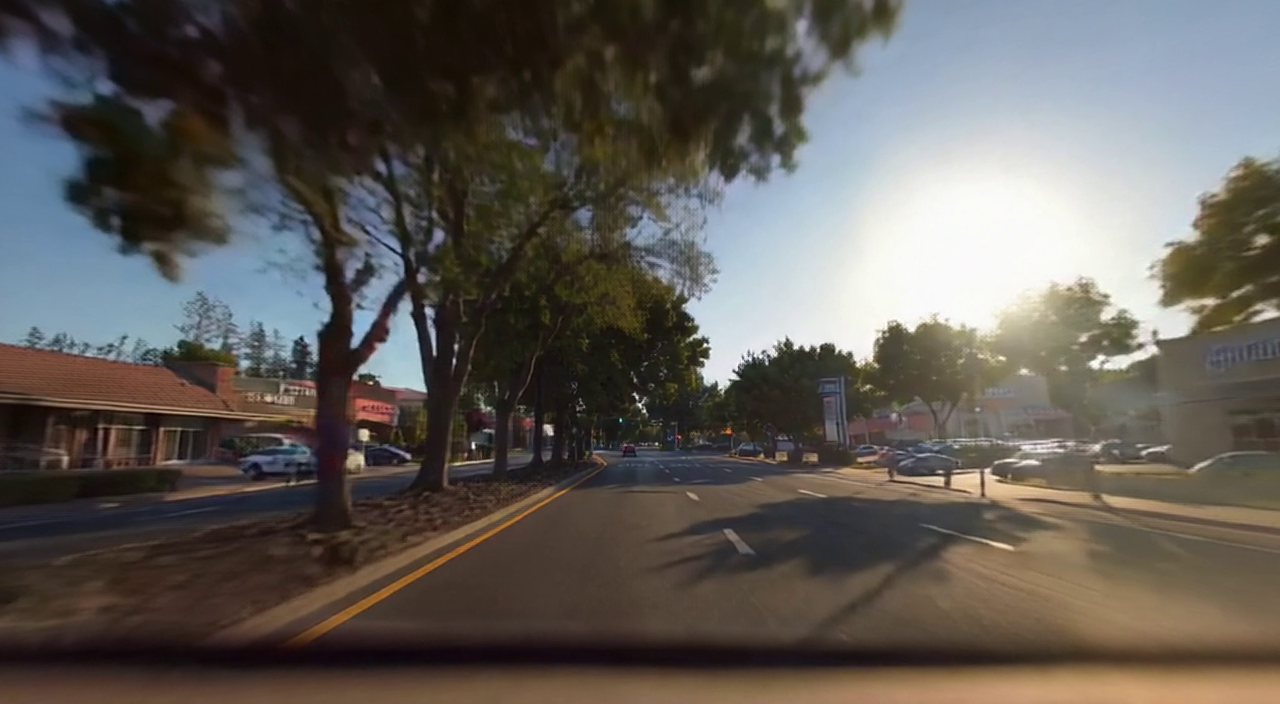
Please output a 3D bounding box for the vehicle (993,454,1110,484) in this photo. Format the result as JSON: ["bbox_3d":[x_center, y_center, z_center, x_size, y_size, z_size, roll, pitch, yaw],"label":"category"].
[{"bbox_3d":[20.807,5.932,32.095,4.500,1.456,1.962,-1,-9,2],"label":"vehicle"}]

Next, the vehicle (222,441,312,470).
[{"bbox_3d":[-26.186,7.302,44.699,2.356,1.853,6.402,0,-9,1],"label":"vehicle"}]

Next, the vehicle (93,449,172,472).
[{"bbox_3d":[-34.775,7.402,43.431,1.830,1.458,4.625,-1,-9,-4],"label":"vehicle"}]

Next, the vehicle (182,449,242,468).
[{"bbox_3d":[-33.237,8.264,49.212,1.915,1.442,4.027,0,-9,-2],"label":"vehicle"}]

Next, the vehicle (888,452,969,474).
[{"bbox_3d":[20.156,7.781,44.271,4.764,1.455,1.832,-1,-9,3],"label":"vehicle"}]
